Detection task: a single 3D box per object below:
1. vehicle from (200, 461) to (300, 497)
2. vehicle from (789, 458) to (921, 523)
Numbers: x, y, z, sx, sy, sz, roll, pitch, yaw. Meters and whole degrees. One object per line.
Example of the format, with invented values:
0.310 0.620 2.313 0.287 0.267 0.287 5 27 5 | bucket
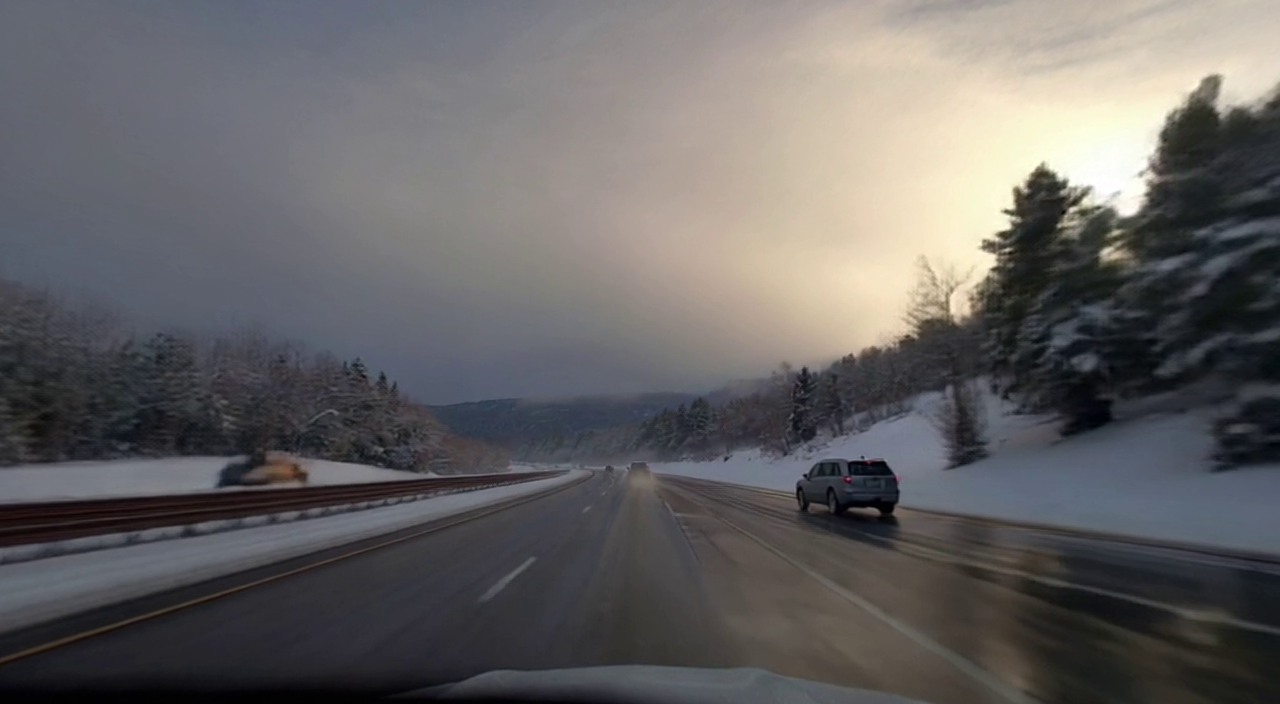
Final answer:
-17.293 5.656 28.209 1.852 1.416 3.987 0 -11 1 | vehicle
6.585 4.308 19.963 2.089 1.770 4.571 2 -11 -7 | vehicle
